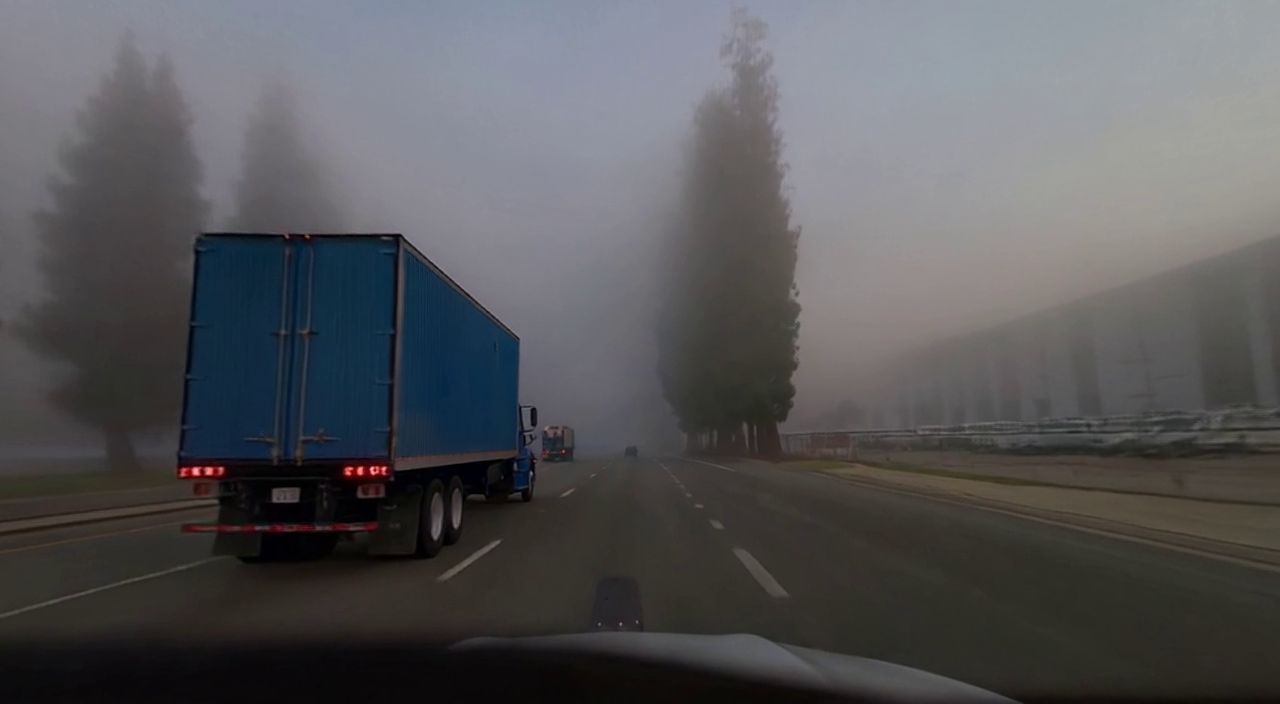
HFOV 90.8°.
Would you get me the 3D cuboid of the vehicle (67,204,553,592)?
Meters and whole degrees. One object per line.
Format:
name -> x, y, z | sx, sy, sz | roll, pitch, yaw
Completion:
vehicle -> -3.397, 0.935, 9.736 | 2.910, 3.419, 8.376 | 0, -8, 0
